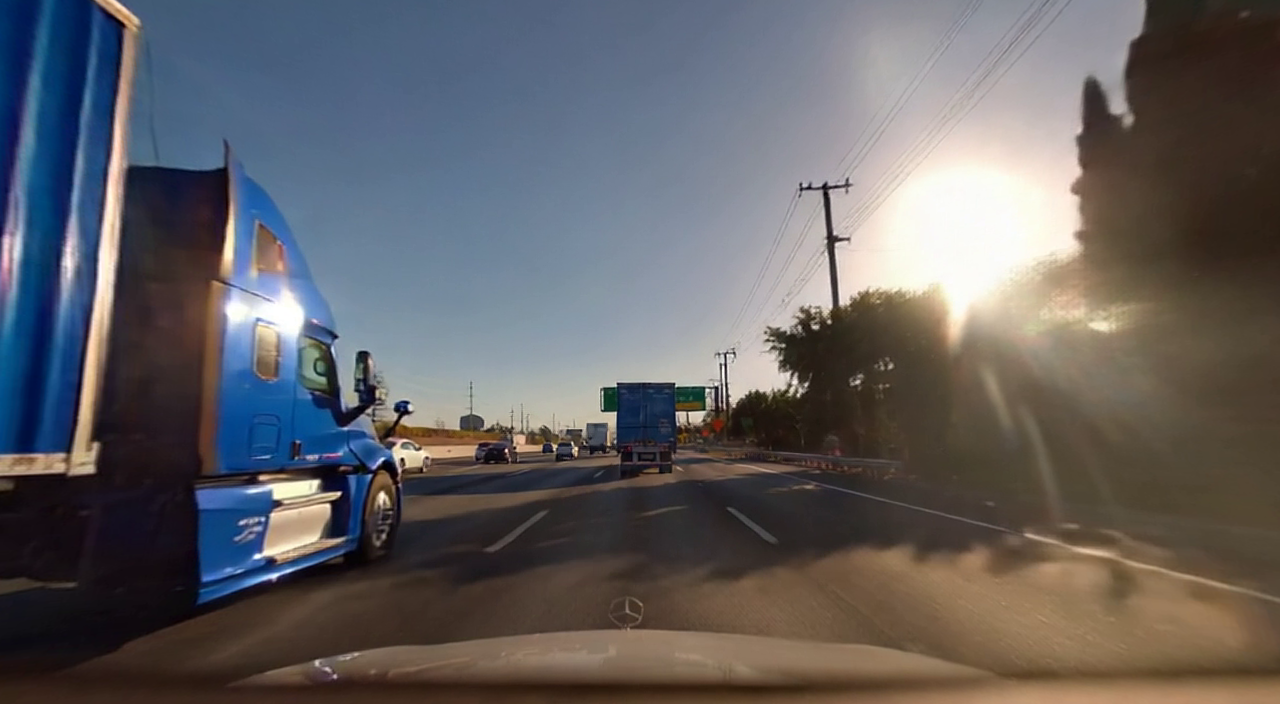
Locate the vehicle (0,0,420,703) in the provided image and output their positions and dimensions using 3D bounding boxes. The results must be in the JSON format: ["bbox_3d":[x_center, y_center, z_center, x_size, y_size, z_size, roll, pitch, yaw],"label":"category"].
[{"bbox_3d":[-4.030,-0.046,2.425,3.061,3.891,8.658,0,-9,1],"label":"vehicle"}]

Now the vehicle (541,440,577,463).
[{"bbox_3d":[-5.423,6.722,42.783,1.933,1.459,4.478,0,-9,-2],"label":"vehicle"}]

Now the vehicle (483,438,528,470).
[{"bbox_3d":[-7.041,5.349,33.238,1.736,1.580,2.778,0,-9,0],"label":"vehicle"}]

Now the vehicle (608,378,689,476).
[{"bbox_3d":[0.270,3.481,28.092,2.941,3.604,9.851,0,-9,0],"label":"vehicle"}]
